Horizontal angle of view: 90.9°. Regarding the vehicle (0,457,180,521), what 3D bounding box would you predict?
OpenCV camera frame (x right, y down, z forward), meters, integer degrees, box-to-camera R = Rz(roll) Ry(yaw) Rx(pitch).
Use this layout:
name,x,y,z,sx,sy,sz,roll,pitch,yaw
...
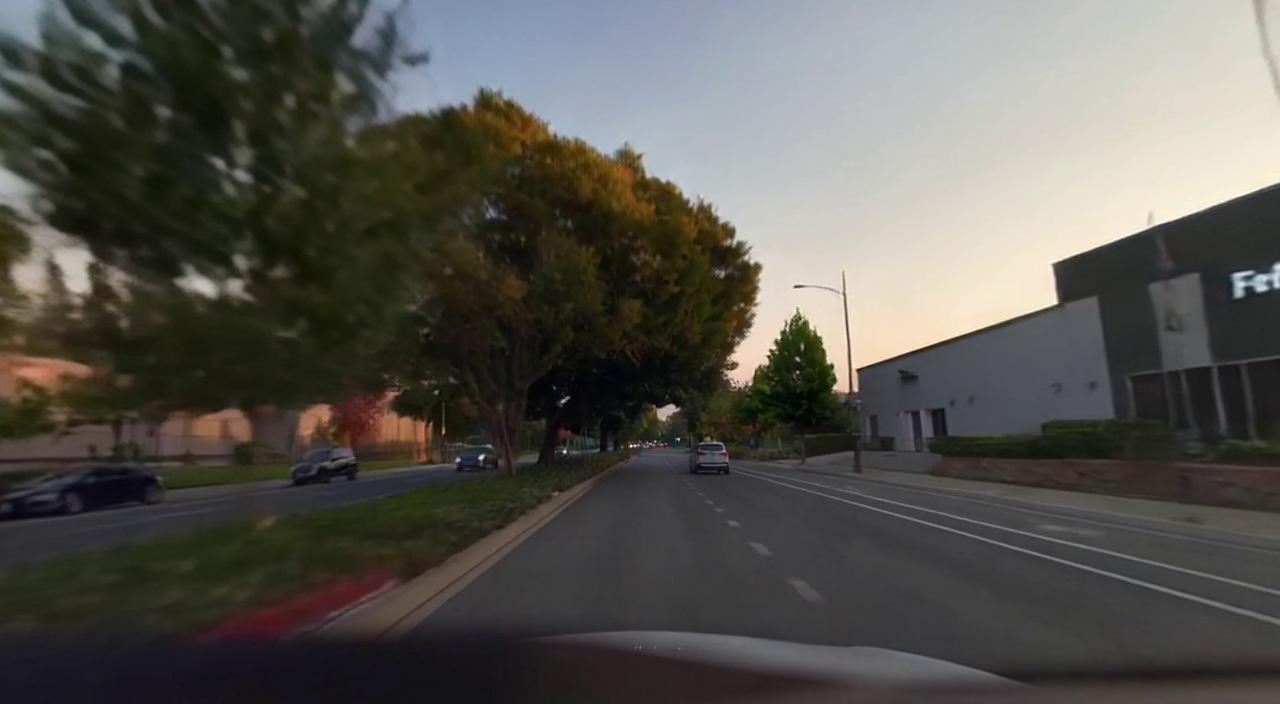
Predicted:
name,x,y,z,sx,sy,sz,roll,pitch,yaw
vehicle,-16.590,3.979,18.856,2.009,1.540,4.849,0,-8,0

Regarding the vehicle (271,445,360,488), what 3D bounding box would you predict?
name,x,y,z,sx,sy,sz,roll,pitch,yaw
vehicle,-16.534,5.827,32.437,2.070,1.892,4.708,-2,-8,0

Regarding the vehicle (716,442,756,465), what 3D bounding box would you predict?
name,x,y,z,sx,sy,sz,roll,pitch,yaw
vehicle,6.613,7.076,43.957,2.100,1.491,4.563,0,-8,0

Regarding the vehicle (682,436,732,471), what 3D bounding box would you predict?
name,x,y,z,sx,sy,sz,roll,pitch,yaw
vehicle,3.525,5.432,33.926,2.143,1.759,4.378,0,-8,-1

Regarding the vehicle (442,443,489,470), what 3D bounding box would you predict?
name,x,y,z,sx,sy,sz,roll,pitch,yaw
vehicle,-12.141,7.276,44.085,1.951,1.760,4.410,0,-8,1
